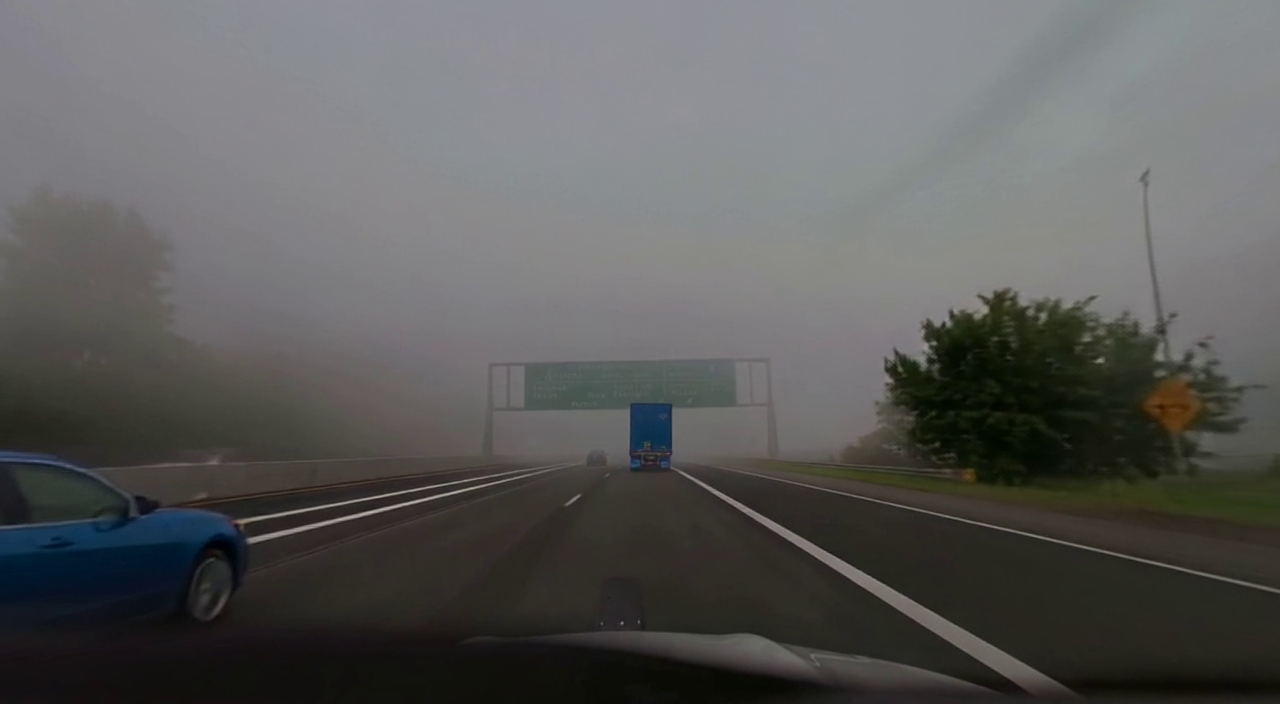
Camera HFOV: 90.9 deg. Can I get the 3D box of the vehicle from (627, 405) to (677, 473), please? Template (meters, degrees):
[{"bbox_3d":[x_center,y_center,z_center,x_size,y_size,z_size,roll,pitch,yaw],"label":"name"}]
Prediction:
[{"bbox_3d":[0.730,6.032,43.309,3.022,4.072,10.318,0,-9,0],"label":"vehicle"}]

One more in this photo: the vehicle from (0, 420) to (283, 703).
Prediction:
[{"bbox_3d":[-4.031,1.073,3.060,1.931,1.466,4.458,0,-9,1],"label":"vehicle"}]
